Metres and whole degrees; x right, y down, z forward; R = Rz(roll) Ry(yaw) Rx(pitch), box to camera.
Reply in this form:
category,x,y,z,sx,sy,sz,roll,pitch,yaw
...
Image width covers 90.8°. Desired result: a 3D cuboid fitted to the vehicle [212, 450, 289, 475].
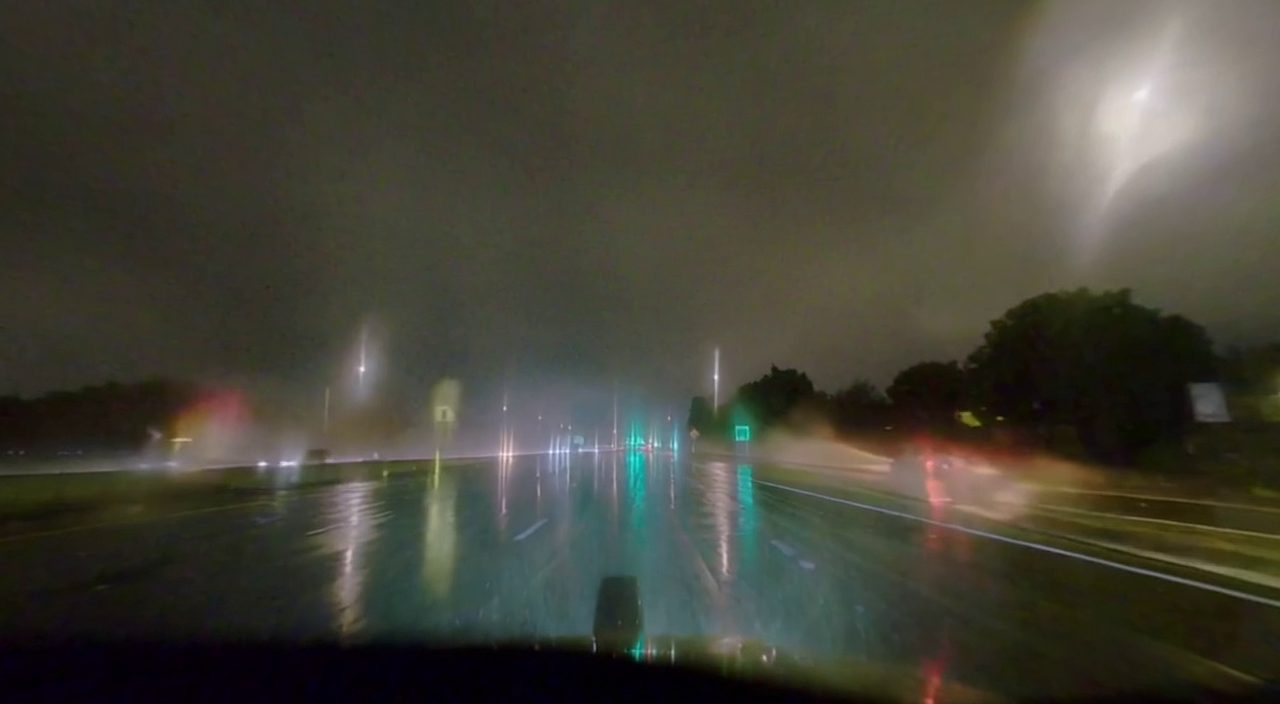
category,x,y,z,sx,sy,sz,roll,pitch,yaw
vehicle,-24.725,7.002,40.288,1.881,1.490,4.586,0,-8,1

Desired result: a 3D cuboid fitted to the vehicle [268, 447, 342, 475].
category,x,y,z,sx,sy,sz,roll,pitch,yaw
vehicle,-20.649,6.716,39.151,1.904,1.534,4.668,0,-8,2

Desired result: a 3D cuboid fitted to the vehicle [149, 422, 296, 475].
category,x,y,z,sx,sy,sz,roll,pitch,yaw
vehicle,-28.470,6.721,43.957,2.894,3.206,10.289,0,-9,2
